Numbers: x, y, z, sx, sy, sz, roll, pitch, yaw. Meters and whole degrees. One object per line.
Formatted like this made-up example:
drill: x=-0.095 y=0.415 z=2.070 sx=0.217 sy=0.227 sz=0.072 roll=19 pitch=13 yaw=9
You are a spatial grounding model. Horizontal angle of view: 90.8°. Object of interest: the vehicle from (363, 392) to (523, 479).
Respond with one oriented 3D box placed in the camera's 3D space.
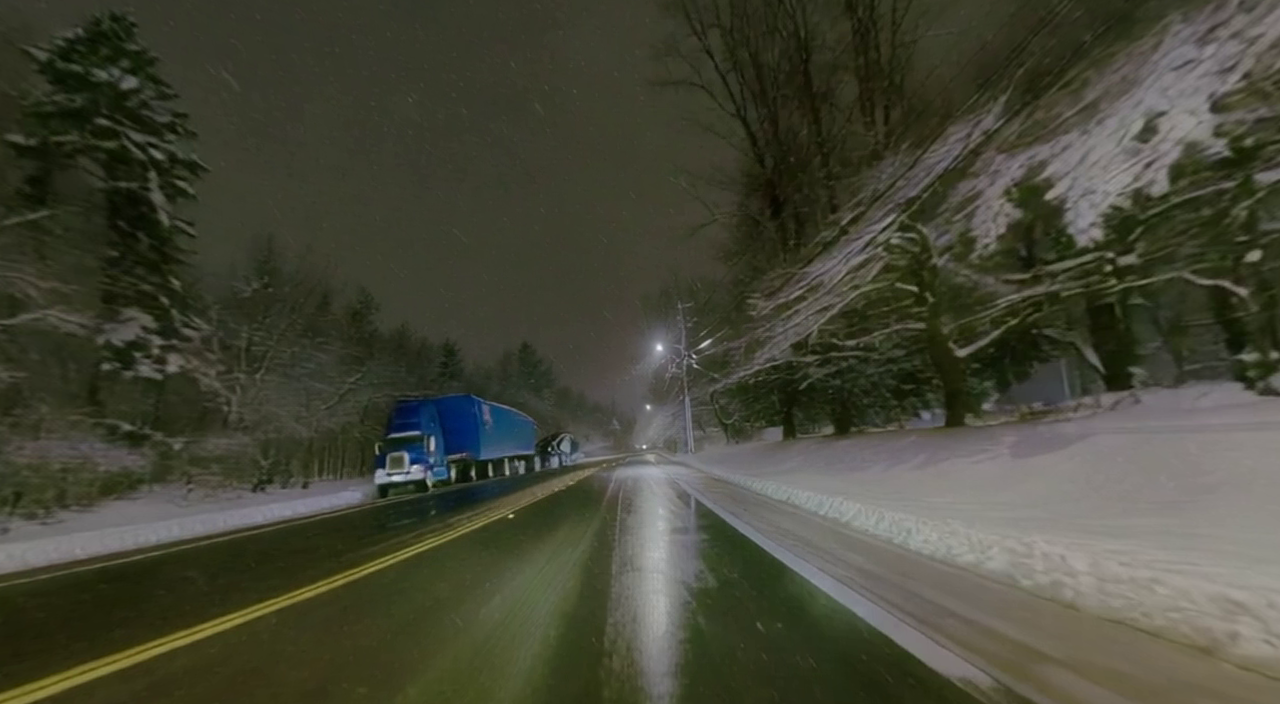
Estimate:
vehicle: x=-9.637 y=4.588 z=32.637 sx=5.596 sy=3.130 sz=8.972 roll=-4 pitch=-13 yaw=-2
